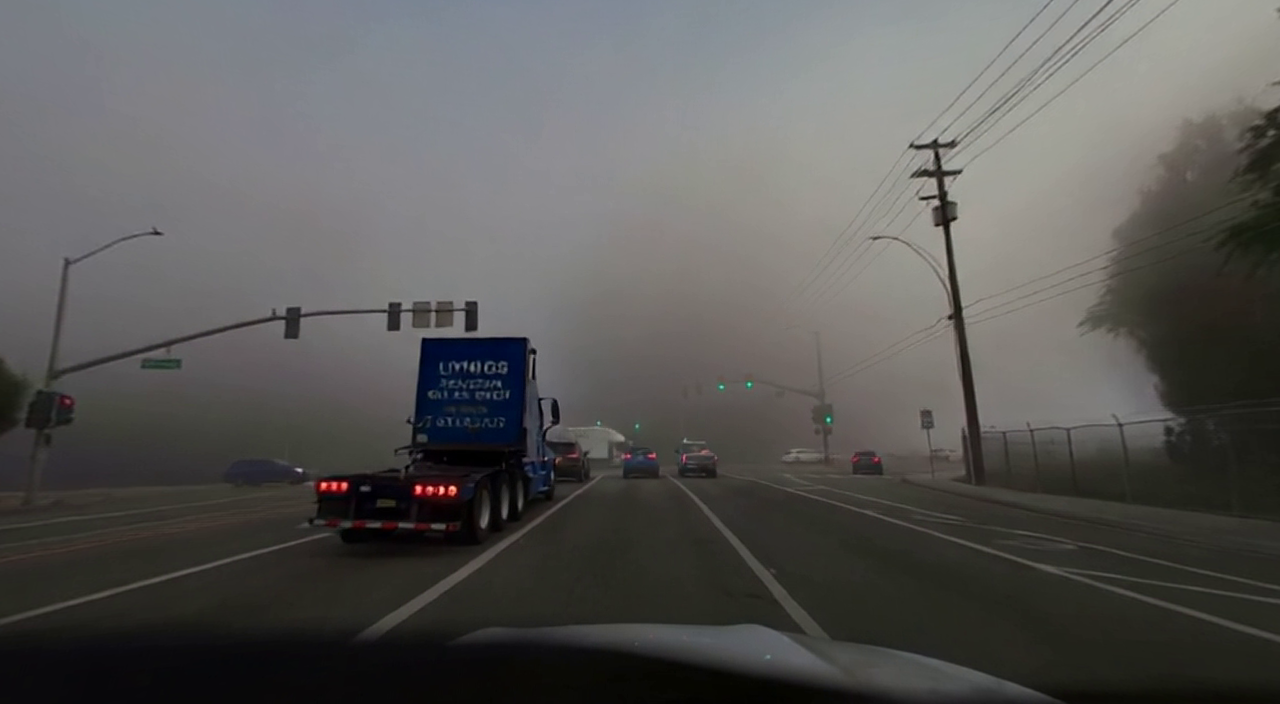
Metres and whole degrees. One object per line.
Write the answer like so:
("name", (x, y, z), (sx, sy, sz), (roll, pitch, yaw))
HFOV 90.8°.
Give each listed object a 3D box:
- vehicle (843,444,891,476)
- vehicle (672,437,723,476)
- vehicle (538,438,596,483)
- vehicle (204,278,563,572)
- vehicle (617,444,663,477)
("vehicle", (13.084, 6.147, 36.213), (2.102, 1.662, 4.533), (-4, -10, 25))
("vehicle", (2.884, 5.378, 32.636), (2.086, 1.849, 4.607), (0, -9, -1))
("vehicle", (-3.167, 4.783, 28.192), (1.994, 1.806, 4.564), (0, -9, 1))
("vehicle", (-3.380, 1.411, 11.361), (2.889, 3.347, 8.285), (0, -9, 0))
("vehicle", (-0.025, 5.345, 31.215), (2.117, 1.499, 4.036), (0, -9, -1))
